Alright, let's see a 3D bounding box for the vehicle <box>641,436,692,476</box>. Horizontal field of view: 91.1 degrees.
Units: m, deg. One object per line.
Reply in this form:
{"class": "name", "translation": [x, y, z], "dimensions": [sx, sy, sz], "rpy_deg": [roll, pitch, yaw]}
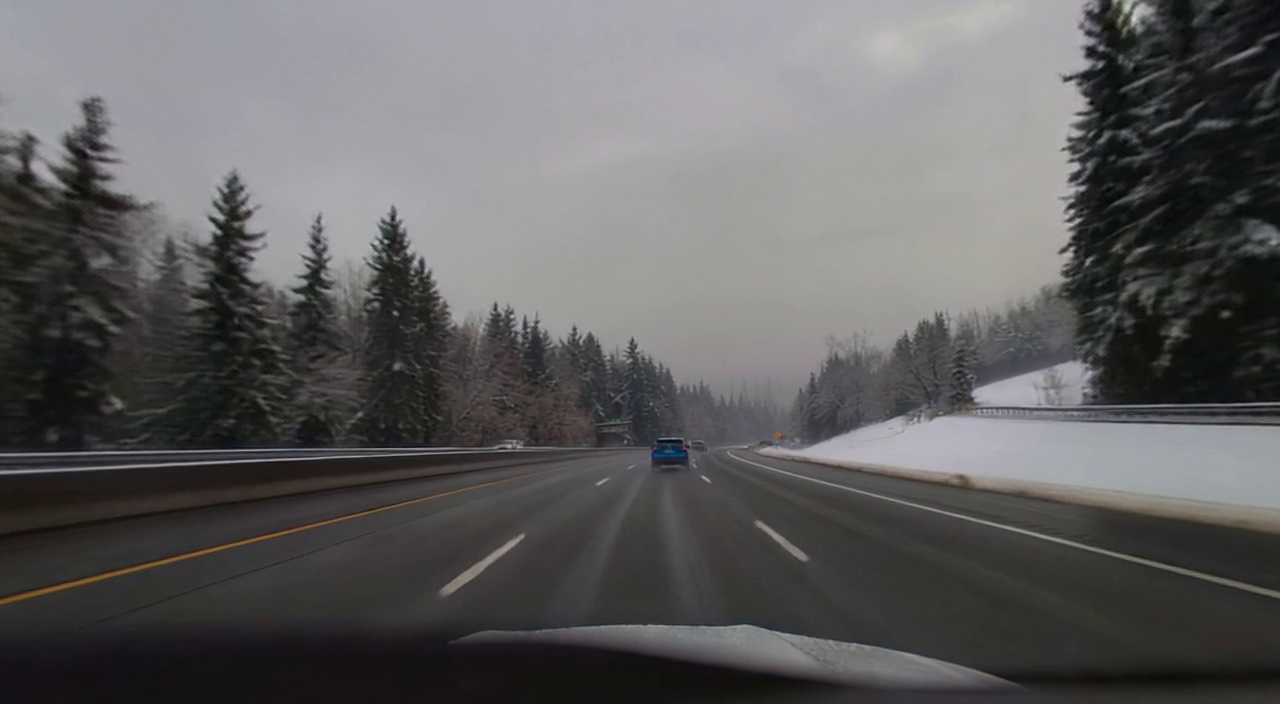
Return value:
{"class": "vehicle", "translation": [1.216, 4.680, 28.482], "dimensions": [2.133, 1.686, 4.203], "rpy_deg": [-1, -8, 3]}
